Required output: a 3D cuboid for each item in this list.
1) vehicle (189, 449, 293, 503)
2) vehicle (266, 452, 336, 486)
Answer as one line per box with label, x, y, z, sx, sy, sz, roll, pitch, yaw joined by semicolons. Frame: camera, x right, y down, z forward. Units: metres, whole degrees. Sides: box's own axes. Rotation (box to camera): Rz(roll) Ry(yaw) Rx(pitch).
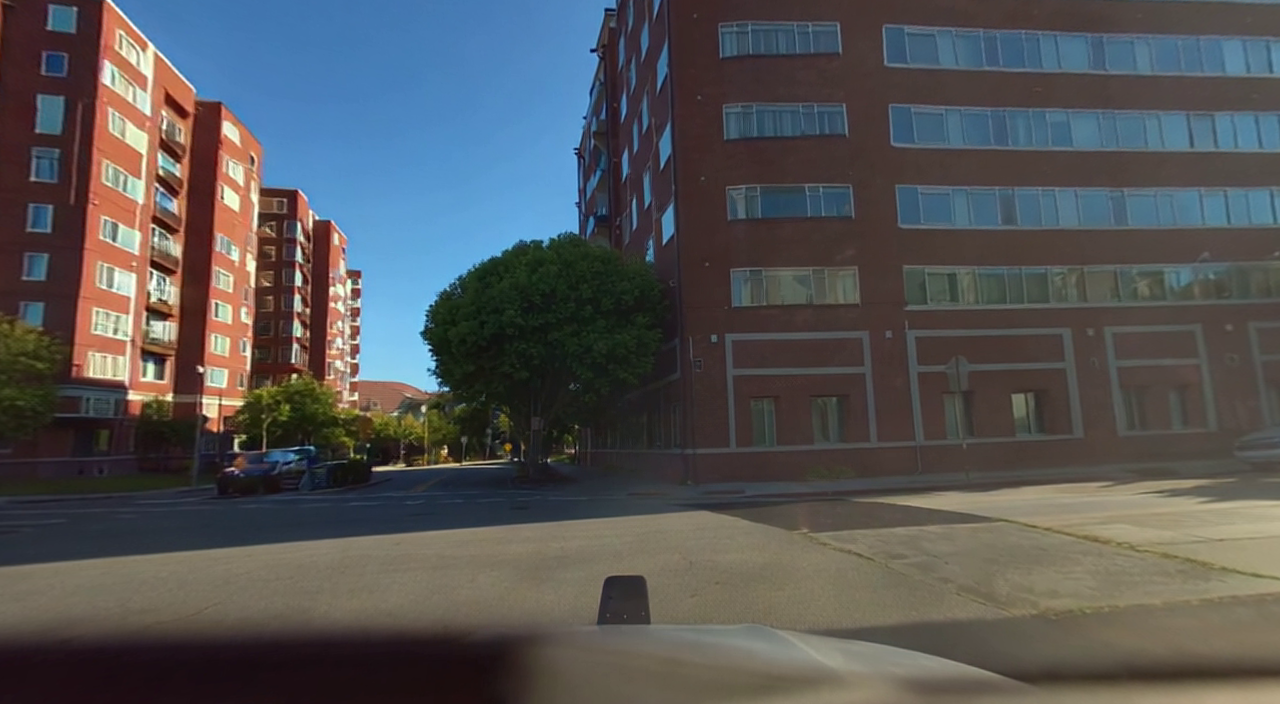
vehicle;-13.219;4.064;21.206;2.027;1.475;4.522;0;-8;-21
vehicle;-16.321;5.630;30.591;1.941;1.442;4.384;2;-9;-15
